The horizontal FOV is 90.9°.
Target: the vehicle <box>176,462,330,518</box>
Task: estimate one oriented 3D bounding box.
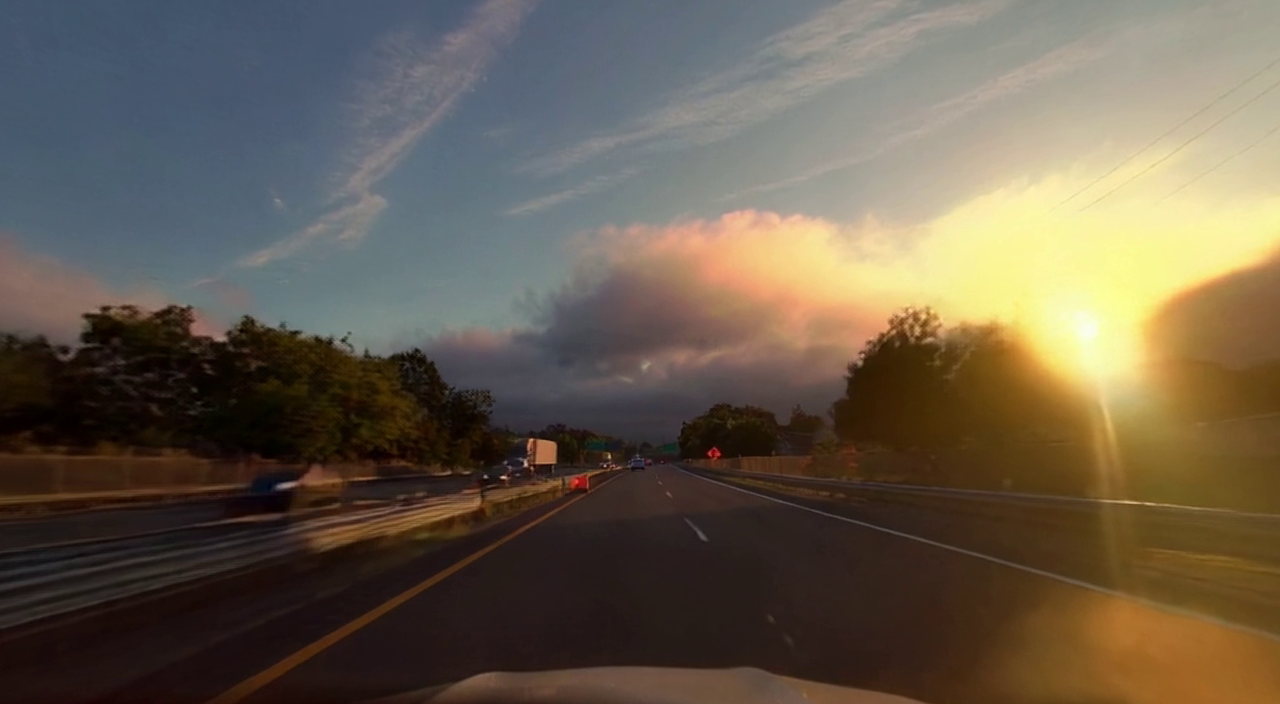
[{"bbox_3d":[-11.755,4.204,19.591,1.881,1.504,4.462,1,-10,1],"label":"vehicle"}]

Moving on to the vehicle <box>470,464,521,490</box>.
[{"bbox_3d":[-8.888,7.736,39.191,1.921,1.479,4.747,1,-10,1],"label":"vehicle"}]
